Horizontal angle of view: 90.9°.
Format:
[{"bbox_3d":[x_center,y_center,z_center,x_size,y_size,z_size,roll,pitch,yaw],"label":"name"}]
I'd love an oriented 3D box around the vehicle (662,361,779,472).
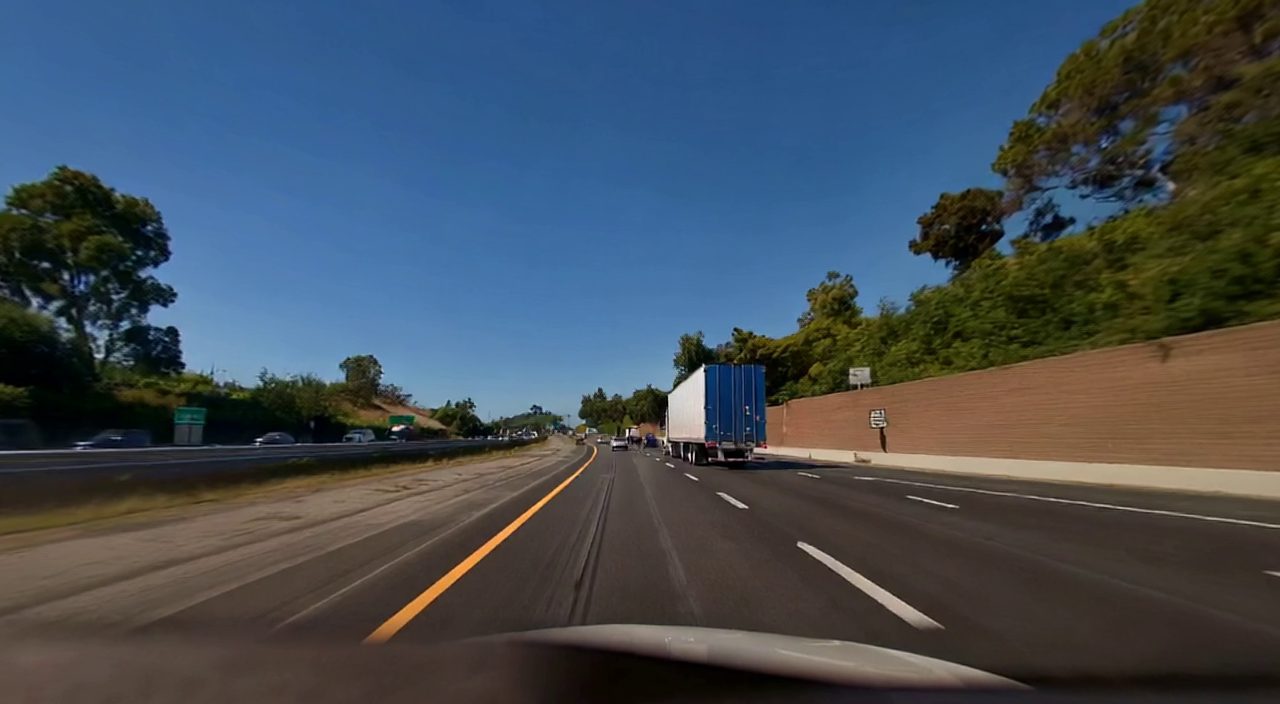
[{"bbox_3d":[3.163,3.246,30.087,2.965,4.033,14.299,0,-7,-3],"label":"vehicle"}]
